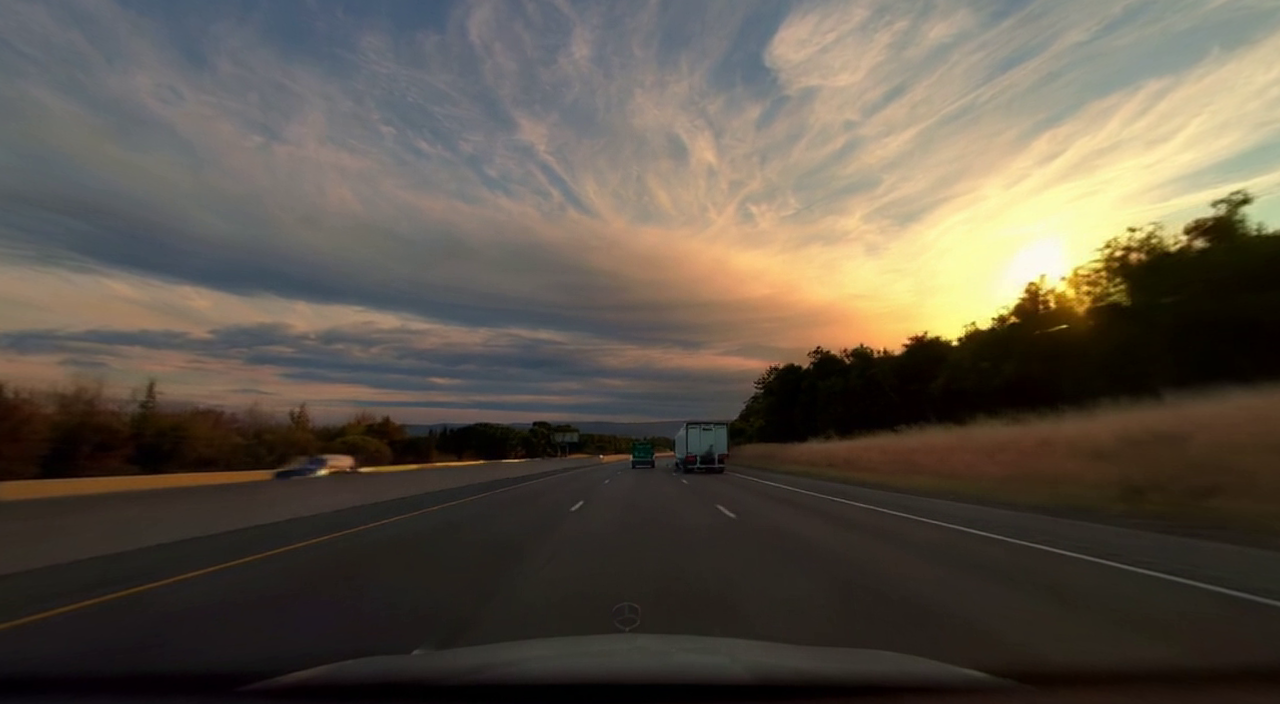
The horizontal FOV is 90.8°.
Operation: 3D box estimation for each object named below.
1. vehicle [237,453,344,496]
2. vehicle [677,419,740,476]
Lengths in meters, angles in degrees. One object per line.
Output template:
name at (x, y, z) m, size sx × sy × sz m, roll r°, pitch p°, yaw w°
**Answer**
vehicle at (-14.775, 5.175, 27.044) m, size 1.914 × 1.652 × 4.631 m, roll 0°, pitch -9°, yaw 0°
vehicle at (4.336, 6.365, 42.027) m, size 2.960 × 3.381 × 8.914 m, roll 0°, pitch -9°, yaw -1°
